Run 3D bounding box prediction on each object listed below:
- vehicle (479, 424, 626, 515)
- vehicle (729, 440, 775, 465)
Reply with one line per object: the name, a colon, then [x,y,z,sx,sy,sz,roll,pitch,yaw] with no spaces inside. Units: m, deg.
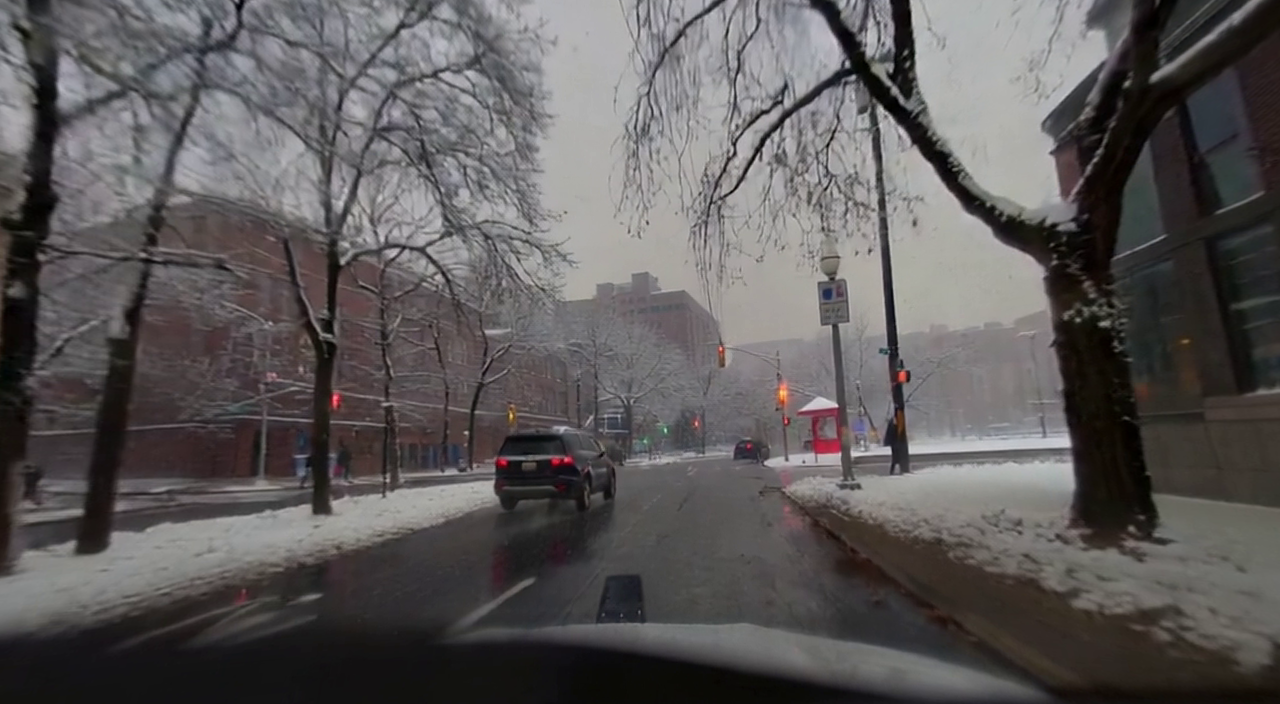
vehicle: [-1.766,2.620,14.478,2.101,1.721,4.364,-1,-9,9]
vehicle: [7.122,6.307,39.765,2.006,1.470,4.099,-4,-9,22]
